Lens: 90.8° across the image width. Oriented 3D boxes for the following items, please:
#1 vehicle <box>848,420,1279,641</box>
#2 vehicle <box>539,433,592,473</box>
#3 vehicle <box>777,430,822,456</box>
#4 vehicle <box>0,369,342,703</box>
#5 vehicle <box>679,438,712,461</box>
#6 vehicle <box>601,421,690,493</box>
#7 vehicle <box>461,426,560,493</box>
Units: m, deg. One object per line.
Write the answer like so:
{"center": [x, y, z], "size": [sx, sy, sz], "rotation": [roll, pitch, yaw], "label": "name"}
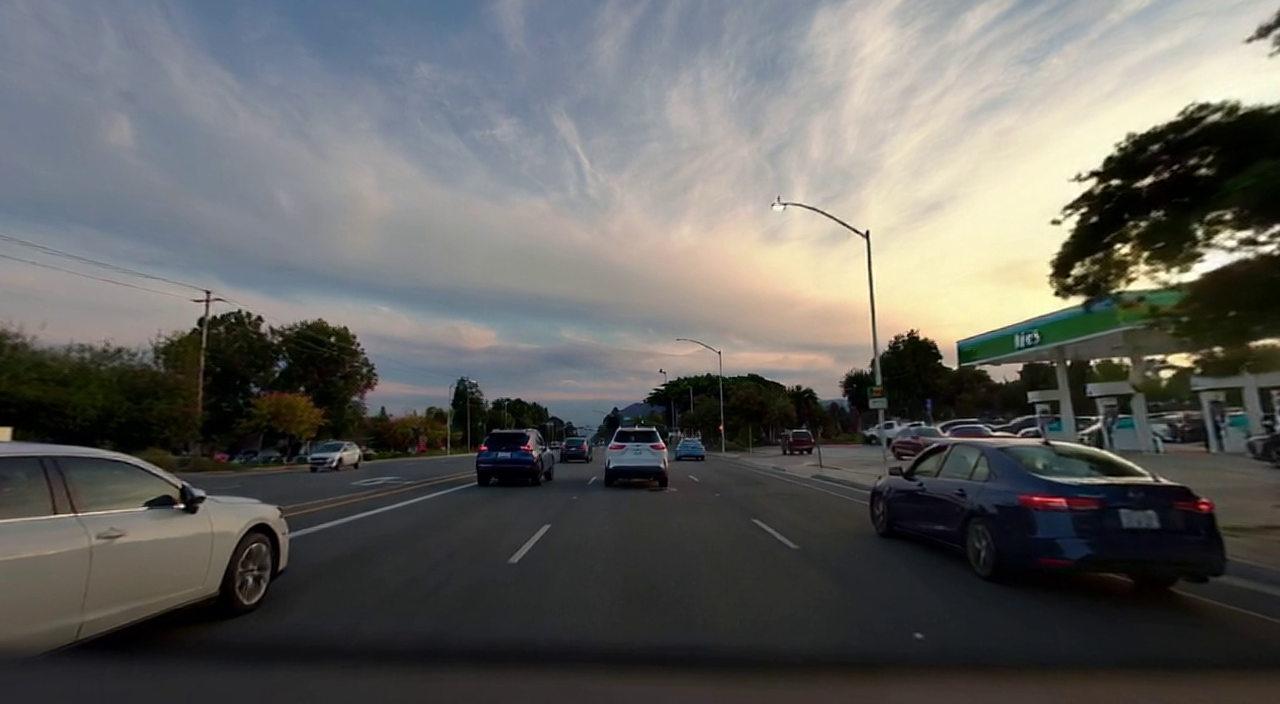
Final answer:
{"center": [3.926, 1.530, 6.581], "size": [1.888, 1.456, 4.589], "rotation": [0, -8, -1], "label": "vehicle"}
{"center": [-3.301, 4.534, 28.605], "size": [1.871, 1.673, 3.920], "rotation": [0, -8, 1], "label": "vehicle"}
{"center": [12.013, 6.894, 47.903], "size": [2.102, 1.887, 4.673], "rotation": [0, -8, -1], "label": "vehicle"}
{"center": [-3.518, 0.992, 3.400], "size": [1.864, 1.574, 4.031], "rotation": [0, -8, 0], "label": "vehicle"}
{"center": [3.911, 6.977, 45.324], "size": [1.926, 1.522, 3.852], "rotation": [0, -8, -2], "label": "vehicle"}
{"center": [0.123, 2.989, 18.257], "size": [2.279, 1.803, 4.254], "rotation": [0, -8, 0], "label": "vehicle"}
{"center": [-3.549, 3.039, 18.157], "size": [1.932, 1.695, 4.150], "rotation": [0, -8, 1], "label": "vehicle"}
